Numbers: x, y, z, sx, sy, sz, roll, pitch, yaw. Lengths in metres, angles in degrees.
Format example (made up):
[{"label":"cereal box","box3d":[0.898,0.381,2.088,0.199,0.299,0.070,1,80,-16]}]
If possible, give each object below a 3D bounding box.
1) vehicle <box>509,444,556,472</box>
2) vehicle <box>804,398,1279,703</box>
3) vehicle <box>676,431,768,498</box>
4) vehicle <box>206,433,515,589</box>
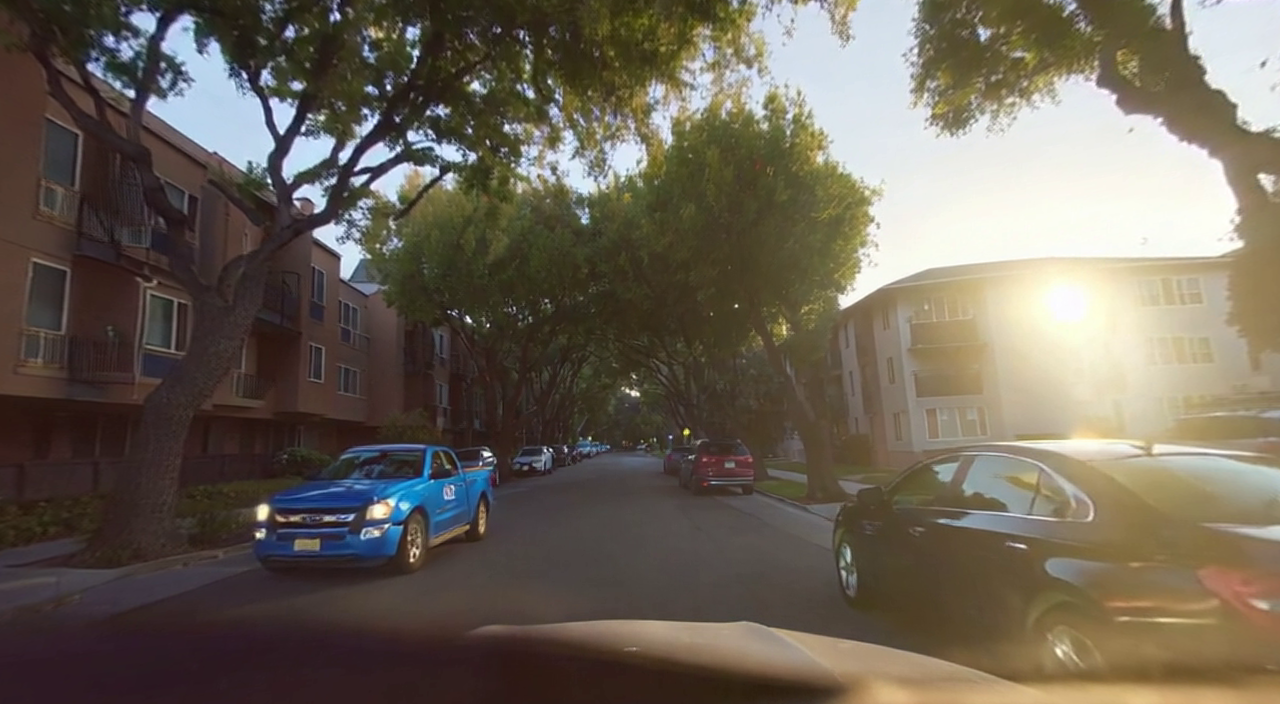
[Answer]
[{"label":"vehicle","box3d":[-6.411,6.372,38.175,1.959,1.490,4.361,0,-7,1]},{"label":"vehicle","box3d":[2.603,1.145,3.596,1.845,1.479,4.727,0,-8,-3]},{"label":"vehicle","box3d":[2.174,3.115,17.862,1.878,1.664,4.033,0,-8,-3]},{"label":"vehicle","box3d":[-3.231,1.901,8.522,1.966,1.515,4.394,0,-8,3]}]
